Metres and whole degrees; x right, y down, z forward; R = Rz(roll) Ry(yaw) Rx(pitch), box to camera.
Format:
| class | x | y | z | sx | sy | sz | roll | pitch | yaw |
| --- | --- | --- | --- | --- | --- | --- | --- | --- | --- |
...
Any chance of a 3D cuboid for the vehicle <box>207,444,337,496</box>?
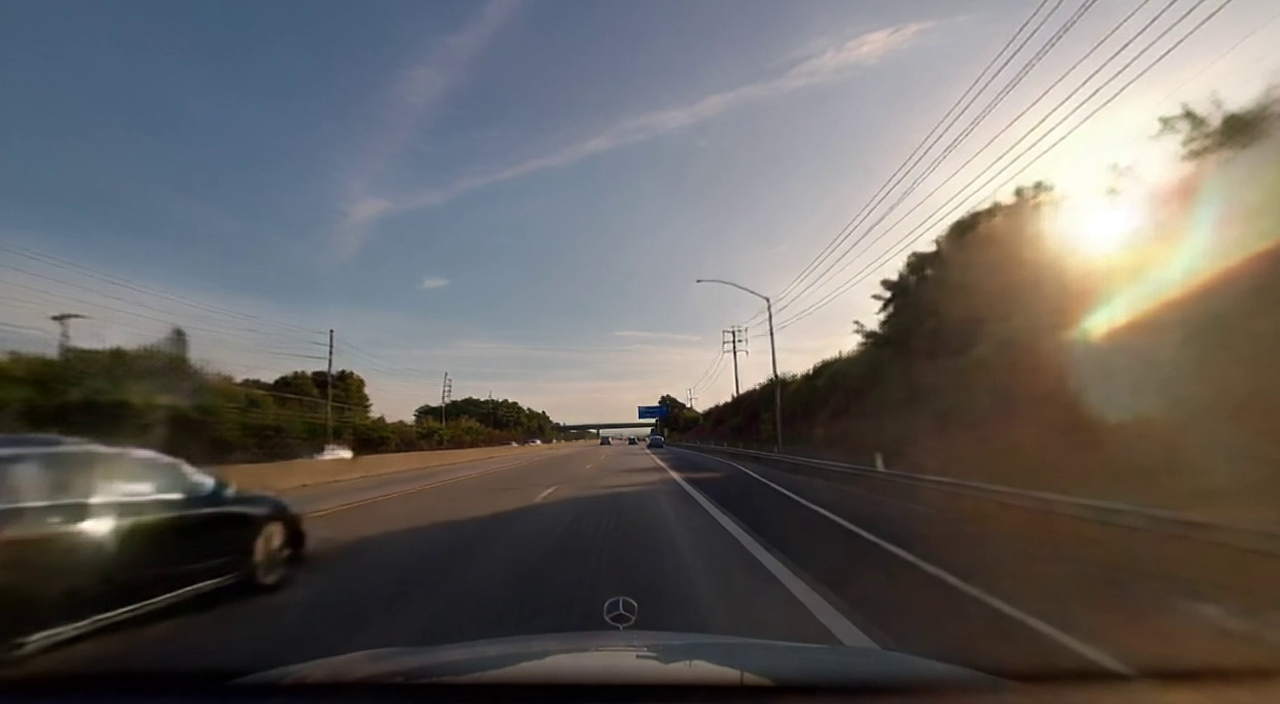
| class | x | y | z | sx | sy | sz | roll | pitch | yaw |
| --- | --- | --- | --- | --- | --- | --- | --- | --- | --- |
| vehicle | -11.773 | 3.750 | 20.503 | 1.755 | 1.466 | 4.208 | 0 | -8 | -1 |

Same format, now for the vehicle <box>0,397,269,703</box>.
| class | x | y | z | sx | sy | sz | roll | pitch | yaw |
| --- | --- | --- | --- | --- | --- | --- | --- | --- | --- |
| vehicle | -3.809 | 0.910 | 2.246 | 2.016 | 1.543 | 4.870 | 0 | -8 | 0 |
